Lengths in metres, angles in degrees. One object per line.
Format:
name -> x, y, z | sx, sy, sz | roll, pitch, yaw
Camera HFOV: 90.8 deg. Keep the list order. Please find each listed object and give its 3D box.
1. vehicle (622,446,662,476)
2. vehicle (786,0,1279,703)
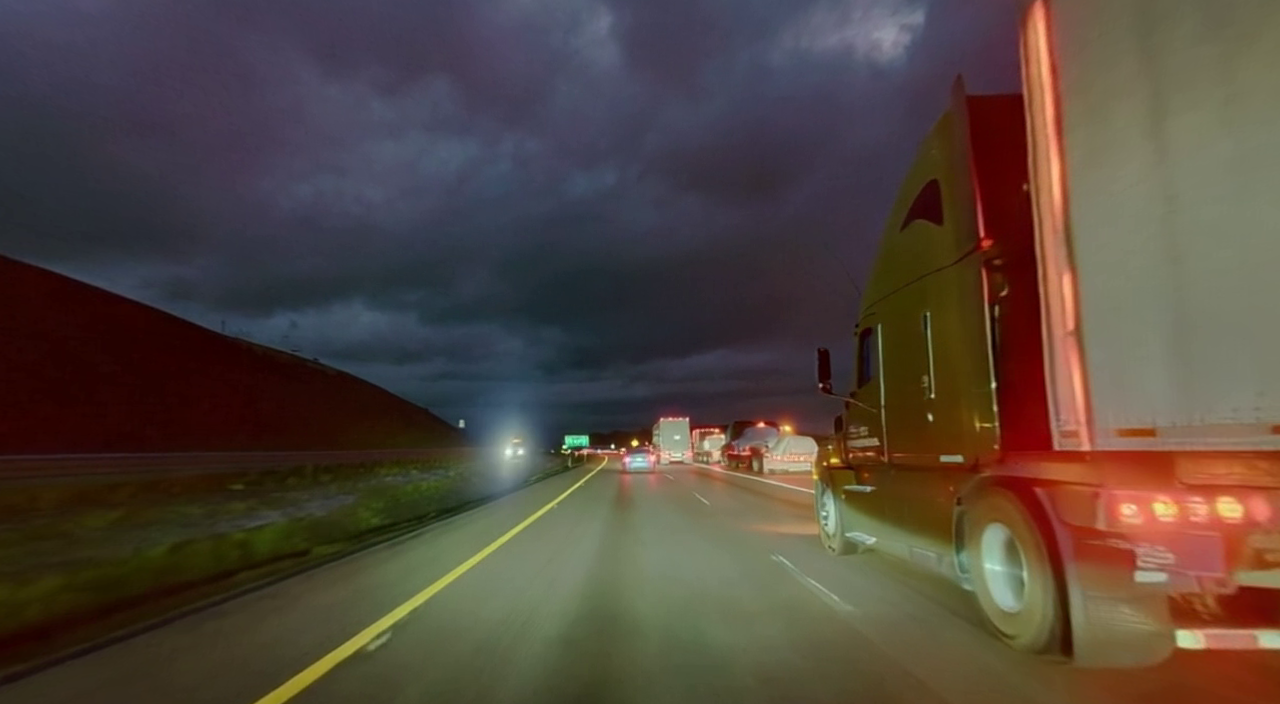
vehicle -> 0.055, 5.463, 31.792 | 1.927, 1.437, 3.794 | 0, -9, -1
vehicle -> 3.671, 0.286, 6.009 | 2.990, 3.934, 6.180 | 0, -9, 0
